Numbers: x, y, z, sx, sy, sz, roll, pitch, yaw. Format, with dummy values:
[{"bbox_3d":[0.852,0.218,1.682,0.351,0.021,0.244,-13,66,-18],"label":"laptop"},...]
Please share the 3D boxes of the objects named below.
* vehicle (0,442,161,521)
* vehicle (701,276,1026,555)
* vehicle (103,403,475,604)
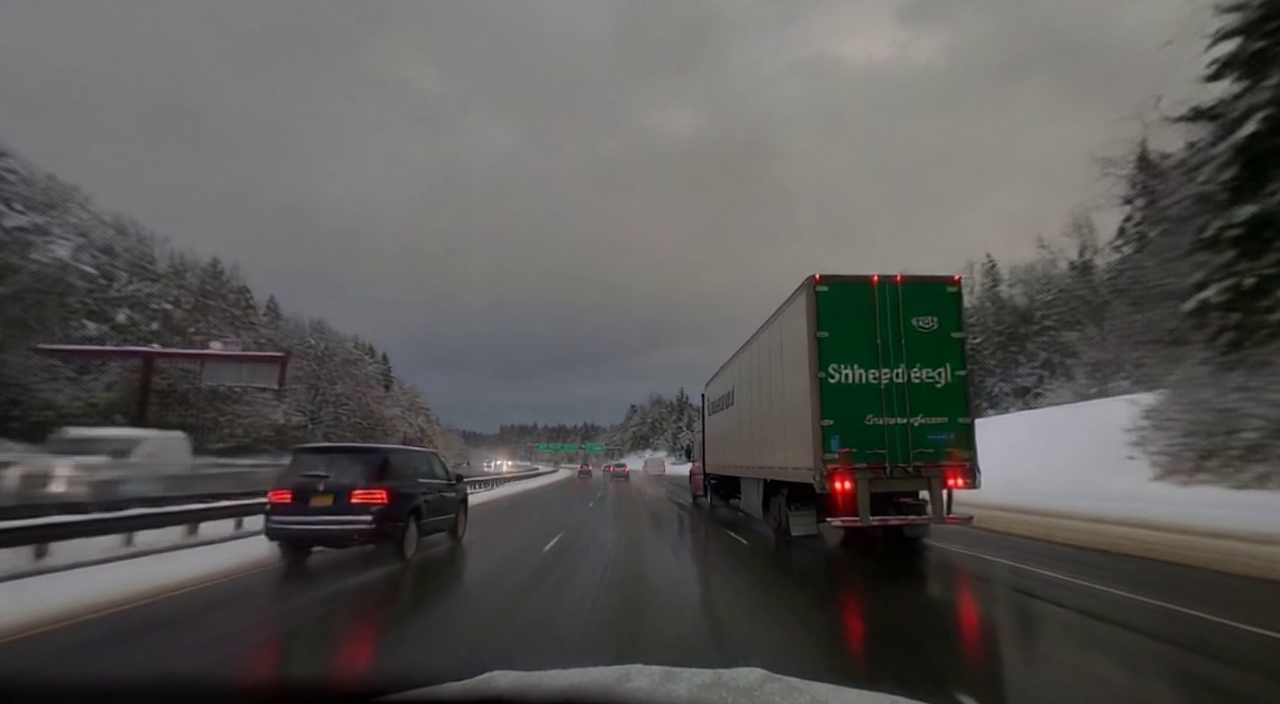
[{"bbox_3d":[-13.020,2.763,13.623,1.863,1.466,4.421,1,-11,-1],"label":"vehicle"},{"bbox_3d":[4.063,2.185,16.670,2.992,4.300,13.967,1,-11,-2],"label":"vehicle"},{"bbox_3d":[-3.775,1.797,8.071,2.070,1.775,4.646,1,-11,-1],"label":"vehicle"}]
